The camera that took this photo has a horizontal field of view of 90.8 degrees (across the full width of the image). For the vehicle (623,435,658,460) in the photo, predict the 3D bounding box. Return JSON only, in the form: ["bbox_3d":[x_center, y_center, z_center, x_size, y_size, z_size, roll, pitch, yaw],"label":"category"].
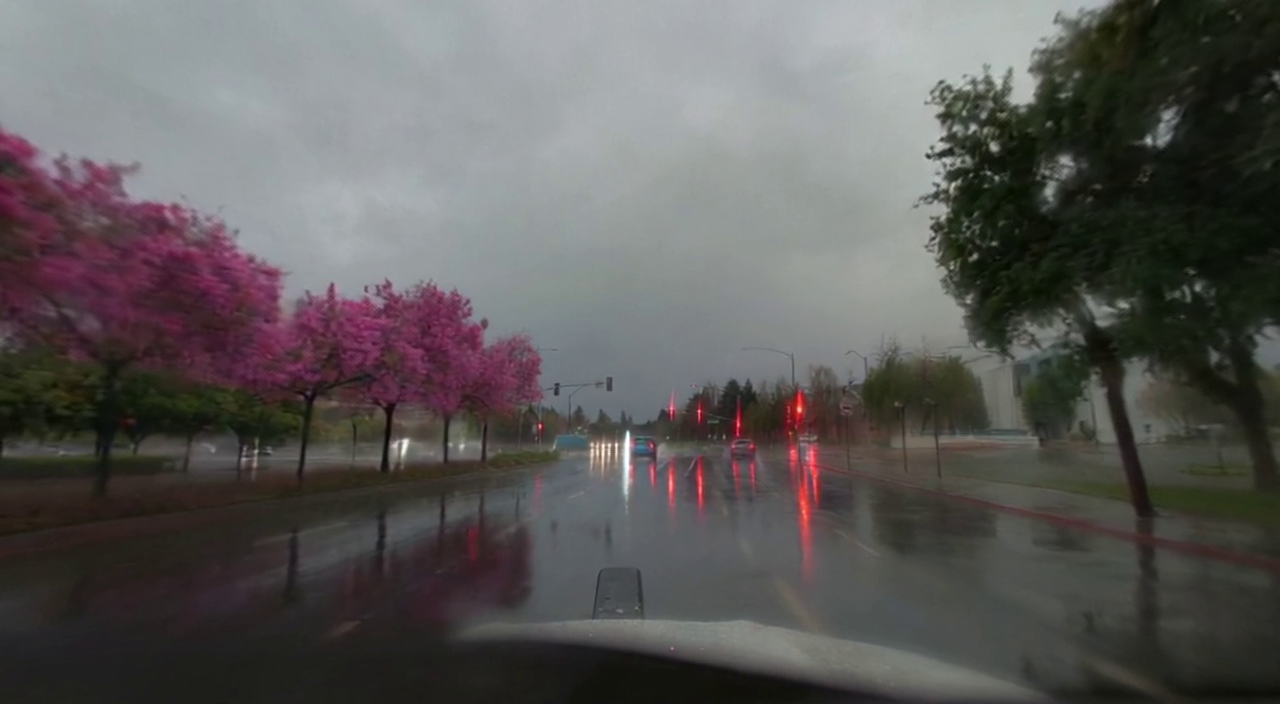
[{"bbox_3d":[0.087,6.914,45.515,1.995,1.703,4.367,-1,-9,7],"label":"vehicle"}]
